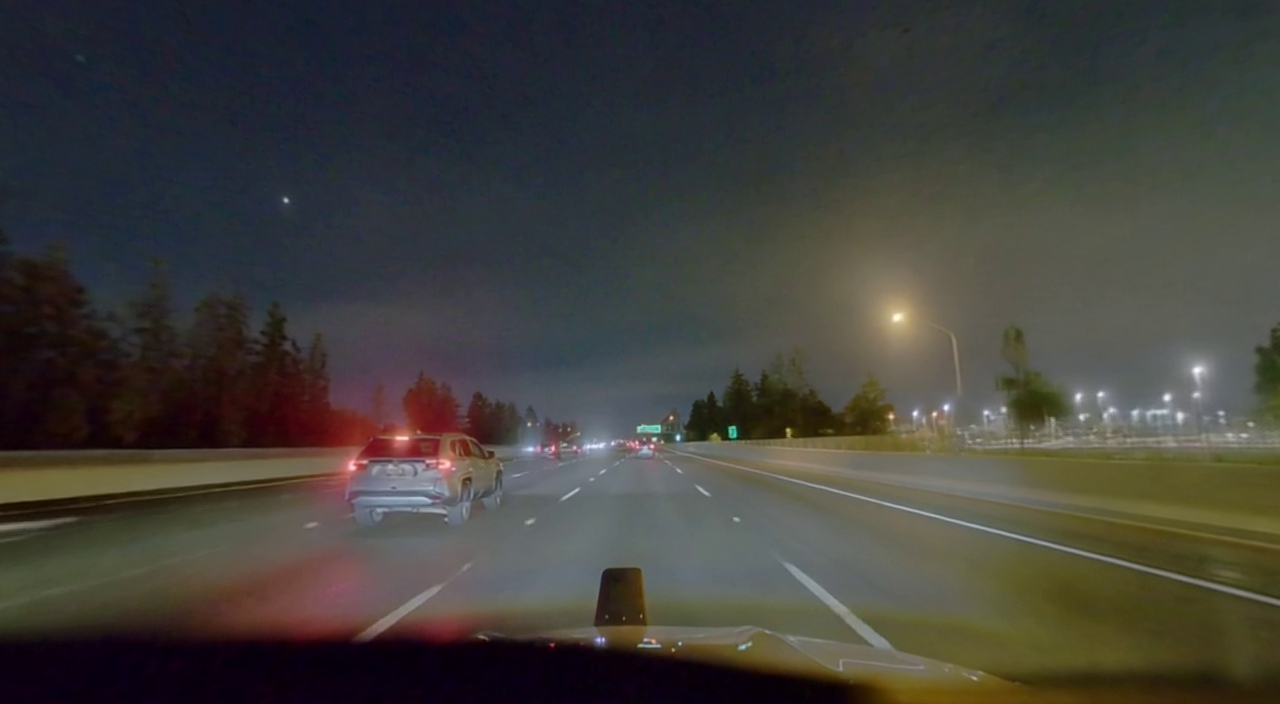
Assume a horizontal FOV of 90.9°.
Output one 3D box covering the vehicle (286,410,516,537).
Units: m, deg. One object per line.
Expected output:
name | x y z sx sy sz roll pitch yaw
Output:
vehicle | -3.785 2.025 11.087 2.214 1.759 4.435 -1 -8 1

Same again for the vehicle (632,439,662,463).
vehicle | 0.445 7.011 44.878 2.023 1.589 4.030 0 -8 0
